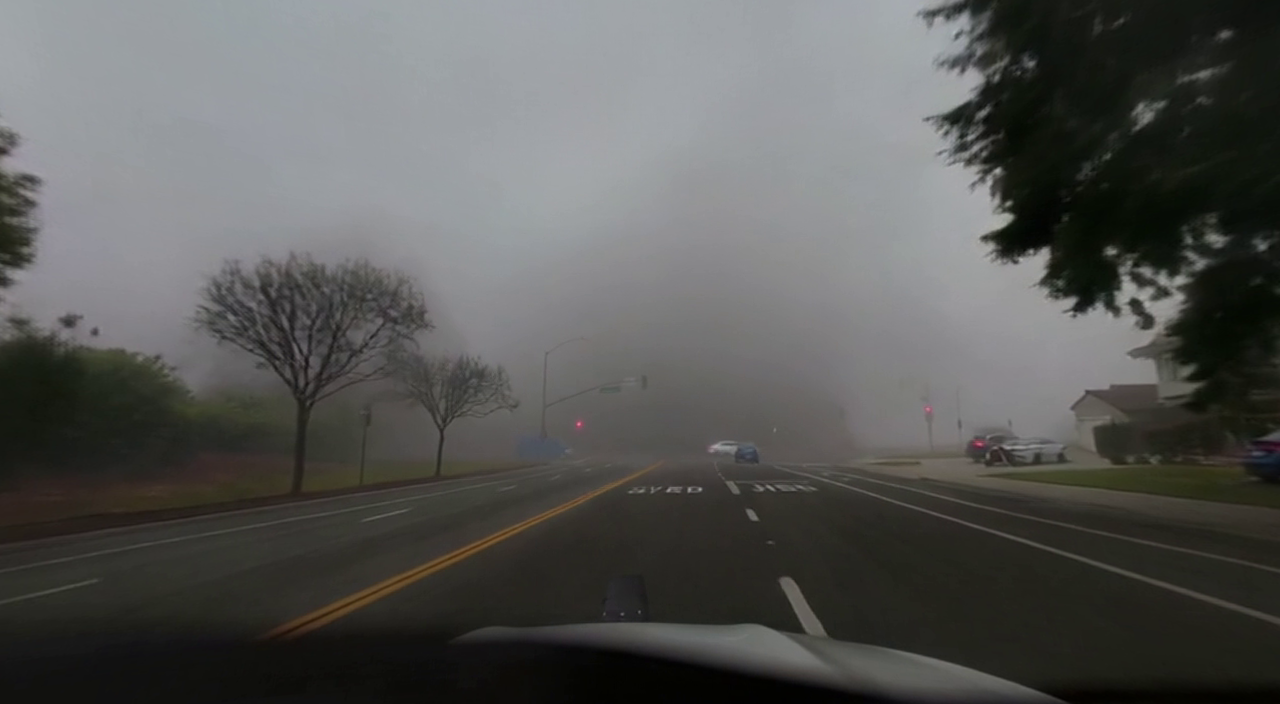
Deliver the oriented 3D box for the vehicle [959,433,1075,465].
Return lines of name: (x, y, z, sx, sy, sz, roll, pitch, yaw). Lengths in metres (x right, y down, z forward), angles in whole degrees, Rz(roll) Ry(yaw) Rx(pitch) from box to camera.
vehicle: (19.552, 5.046, 32.987, 4.702, 1.595, 1.986, -1, -8, 5)

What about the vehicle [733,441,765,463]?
vehicle: (7.746, 7.166, 45.283, 1.947, 1.485, 4.336, -1, -8, 5)
